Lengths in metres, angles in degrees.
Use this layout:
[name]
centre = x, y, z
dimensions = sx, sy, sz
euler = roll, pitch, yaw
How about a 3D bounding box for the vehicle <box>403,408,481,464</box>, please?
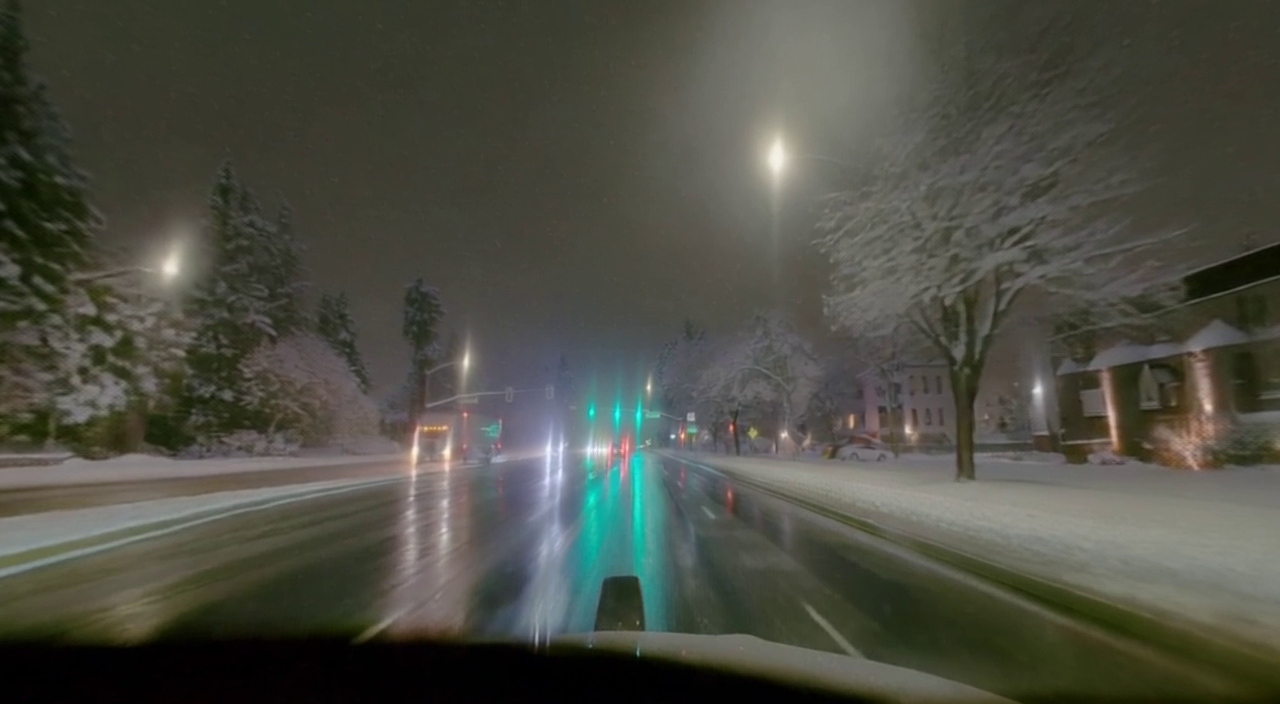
[vehicle]
centre = -15.372, 6.685, 49.934
dimensions = 3.193, 3.952, 9.170
euler = 0, -8, 0
